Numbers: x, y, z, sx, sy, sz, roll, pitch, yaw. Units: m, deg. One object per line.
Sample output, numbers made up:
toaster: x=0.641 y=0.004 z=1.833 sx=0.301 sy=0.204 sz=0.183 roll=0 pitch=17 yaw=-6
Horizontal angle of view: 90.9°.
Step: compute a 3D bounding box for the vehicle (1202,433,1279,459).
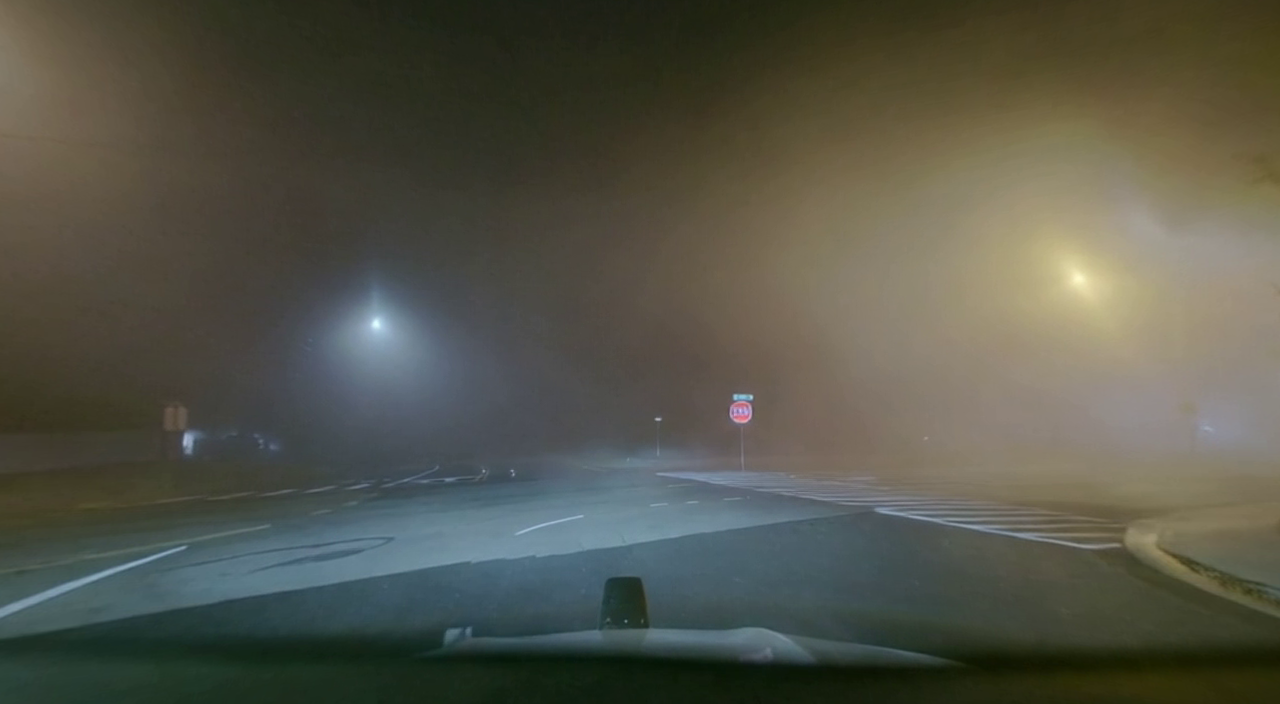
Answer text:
vehicle: x=47.186 y=7.181 z=48.065 sx=2.192 sy=1.897 sz=5.871 roll=4 pitch=-9 yaw=-27
